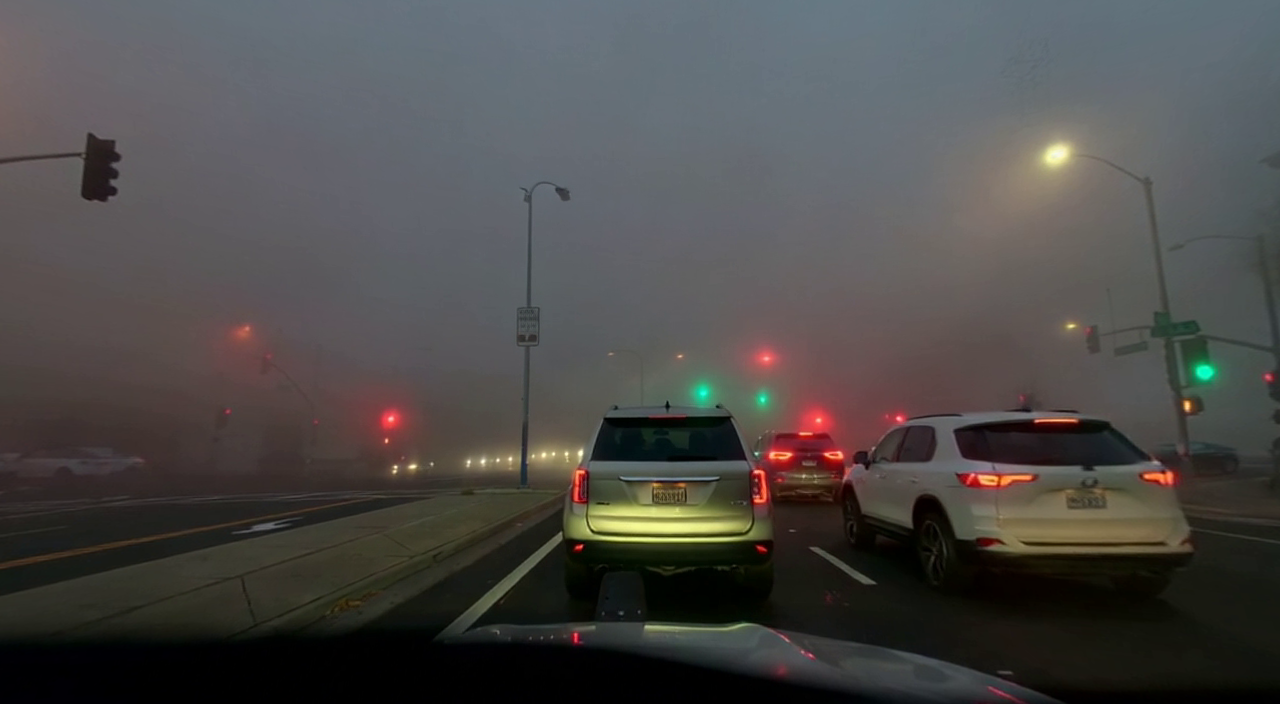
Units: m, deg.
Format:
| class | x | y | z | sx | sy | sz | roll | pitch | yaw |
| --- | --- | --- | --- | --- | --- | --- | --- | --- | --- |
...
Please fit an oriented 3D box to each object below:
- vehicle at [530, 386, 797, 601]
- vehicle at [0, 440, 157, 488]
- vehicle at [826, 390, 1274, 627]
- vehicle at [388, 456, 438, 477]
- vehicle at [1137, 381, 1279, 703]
| class | x | y | z | sx | sy | sz | roll | pitch | yaw |
| --- | --- | --- | --- | --- | --- | --- | --- | --- | --- |
| vehicle | 0.248 | 1.548 | 7.722 | 2.292 | 1.840 | 4.394 | 0 | -9 | 1 |
| vehicle | -24.553 | 4.849 | 27.547 | 5.062 | 1.946 | 2.243 | 0 | -9 | -1 |
| vehicle | 3.605 | 1.458 | 6.804 | 2.018 | 1.701 | 4.288 | 0 | -9 | 2 |
| vehicle | -17.228 | 8.672 | 48.131 | 1.872 | 1.477 | 3.981 | -1 | -9 | 8 |
| vehicle | 3.103 | 0.579 | 0.241 | 2.056 | 1.516 | 4.776 | 0 | -9 | 2 |
